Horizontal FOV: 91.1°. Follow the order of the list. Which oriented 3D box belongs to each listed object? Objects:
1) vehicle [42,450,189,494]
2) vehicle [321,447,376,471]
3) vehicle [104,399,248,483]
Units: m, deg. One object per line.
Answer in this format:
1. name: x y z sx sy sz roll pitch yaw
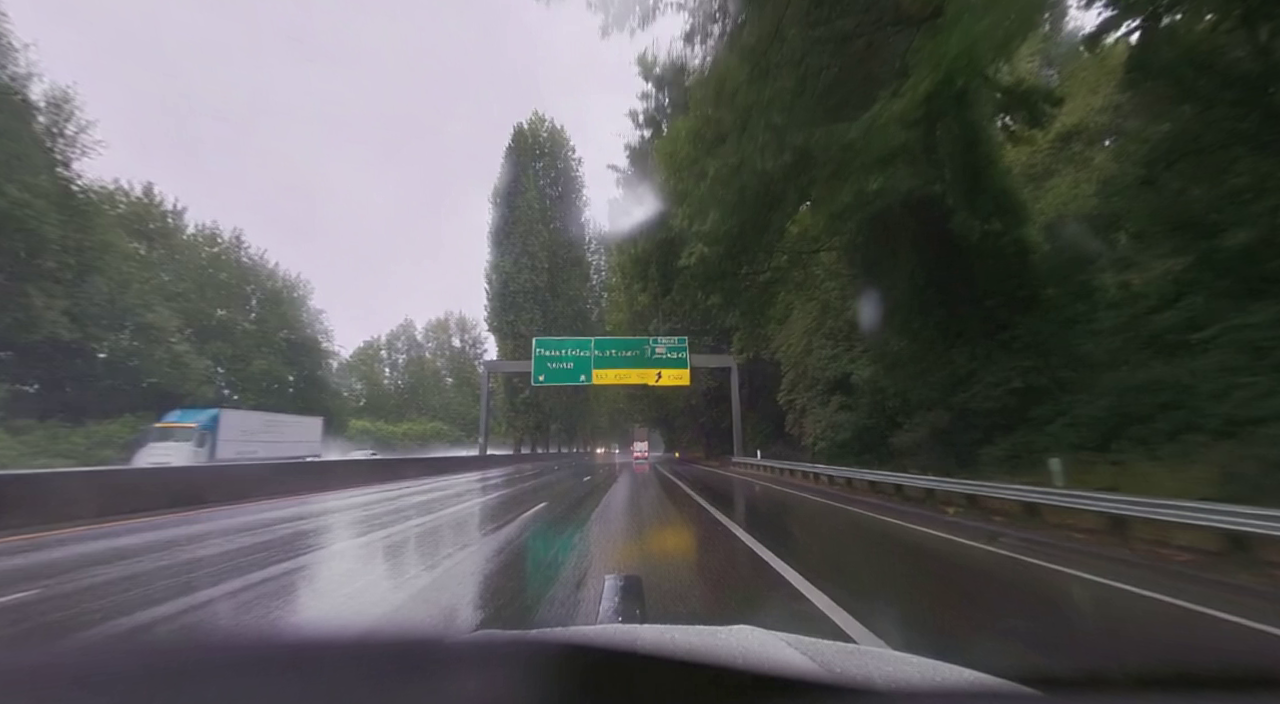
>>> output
1. vehicle: -20.208 4.604 24.540 1.815 1.487 4.560 0 -9 0
2. vehicle: -20.291 7.457 43.987 1.872 1.573 4.165 0 -9 0
3. vehicle: -24.286 4.766 33.383 2.911 4.004 5.906 -1 -9 0
